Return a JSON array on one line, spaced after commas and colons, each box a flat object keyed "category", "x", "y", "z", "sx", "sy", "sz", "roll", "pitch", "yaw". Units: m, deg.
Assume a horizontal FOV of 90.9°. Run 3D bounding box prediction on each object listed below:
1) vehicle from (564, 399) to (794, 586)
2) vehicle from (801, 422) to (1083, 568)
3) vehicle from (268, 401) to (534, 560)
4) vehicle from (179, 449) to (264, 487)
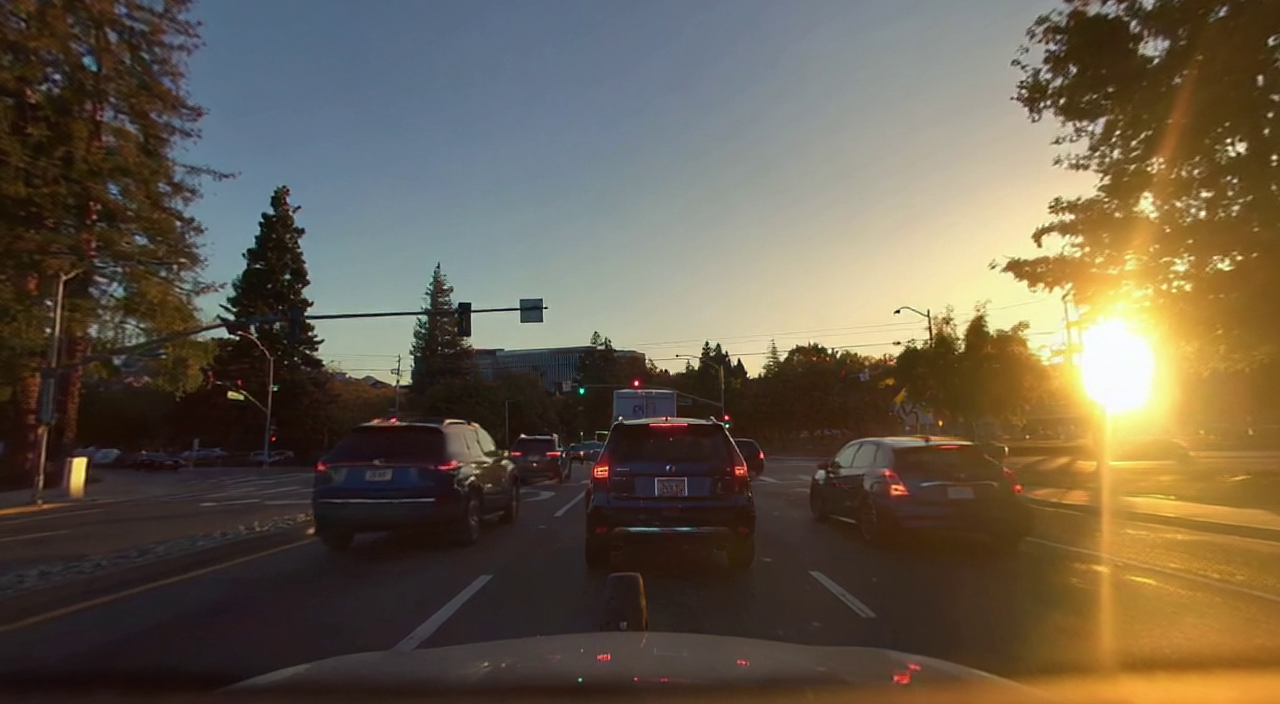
[{"category": "vehicle", "x": 0.376, "y": 1.661, "z": 8.229, "sx": 2.172, "sy": 1.764, "sz": 4.338, "roll": 0, "pitch": -8, "yaw": 0}, {"category": "vehicle", "x": 3.858, "y": 1.877, "z": 9.011, "sx": 1.954, "sy": 1.592, "sz": 3.992, "roll": 0, "pitch": -8, "yaw": -1}, {"category": "vehicle", "x": -3.181, "y": 1.849, "z": 9.784, "sx": 2.209, "sy": 1.828, "sz": 4.847, "roll": 0, "pitch": -9, "yaw": 0}, {"category": "vehicle", "x": -20.001, "y": 5.483, "z": 30.068, "sx": 4.395, "sy": 1.636, "sz": 1.926, "roll": -7, "pitch": -11, "yaw": 37}]
